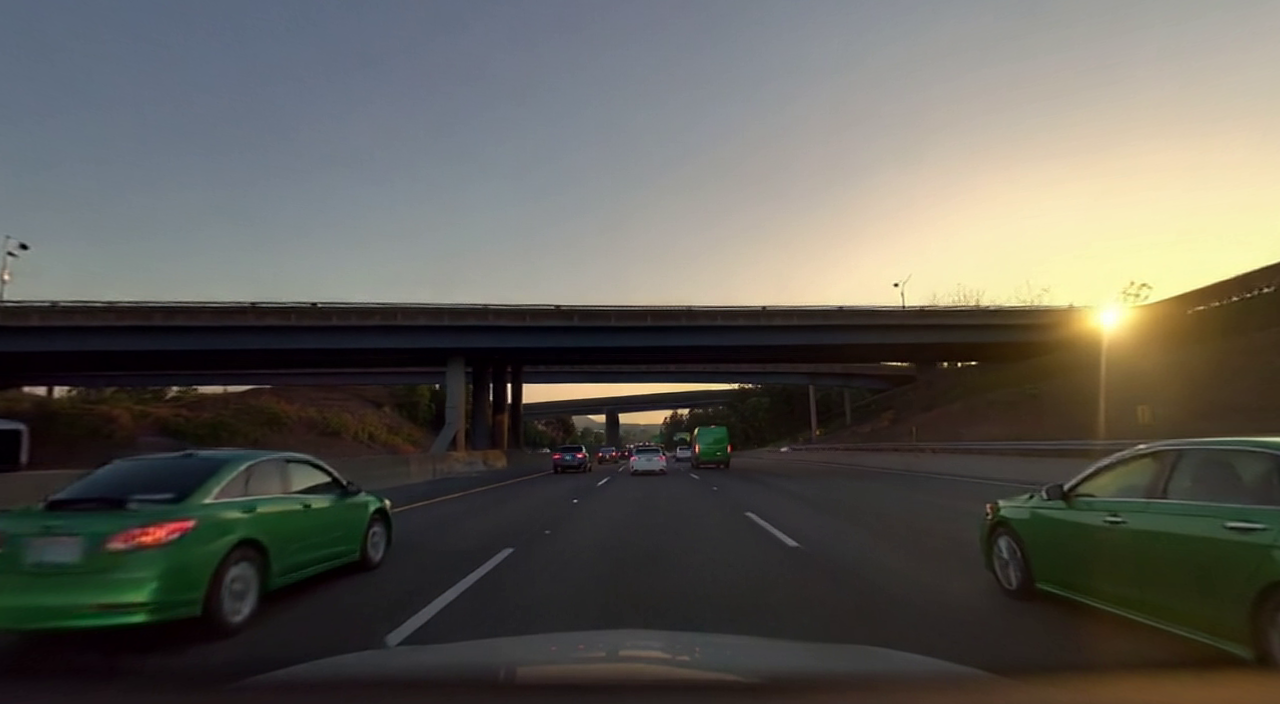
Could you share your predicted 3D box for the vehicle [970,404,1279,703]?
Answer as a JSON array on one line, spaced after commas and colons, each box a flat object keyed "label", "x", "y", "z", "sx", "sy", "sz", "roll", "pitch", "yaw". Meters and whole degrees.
[{"label": "vehicle", "x": 4.121, "y": 1.113, "z": 3.573, "sx": 2.085, "sy": 1.558, "sz": 4.466, "roll": 0, "pitch": -8, "yaw": 0}]

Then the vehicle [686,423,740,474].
[{"label": "vehicle", "x": 4.246, "y": 5.753, "z": 37.866, "sx": 2.436, "sy": 2.745, "sz": 6.607, "roll": 0, "pitch": -8, "yaw": 0}]

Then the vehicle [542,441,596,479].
[{"label": "vehicle", "x": -3.397, "y": 5.269, "z": 31.045, "sx": 2.078, "sy": 1.706, "sz": 4.298, "roll": -1, "pitch": -8, "yaw": 2}]

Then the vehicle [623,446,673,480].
[{"label": "vehicle", "x": 0.362, "y": 5.162, "z": 29.591, "sx": 2.174, "sy": 1.467, "sz": 4.005, "roll": 0, "pitch": -8, "yaw": 0}]

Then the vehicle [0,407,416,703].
[{"label": "vehicle", "x": -3.690, "y": 1.361, "z": 5.231, "sx": 2.137, "sy": 1.562, "sz": 3.926, "roll": 0, "pitch": -8, "yaw": 1}]
